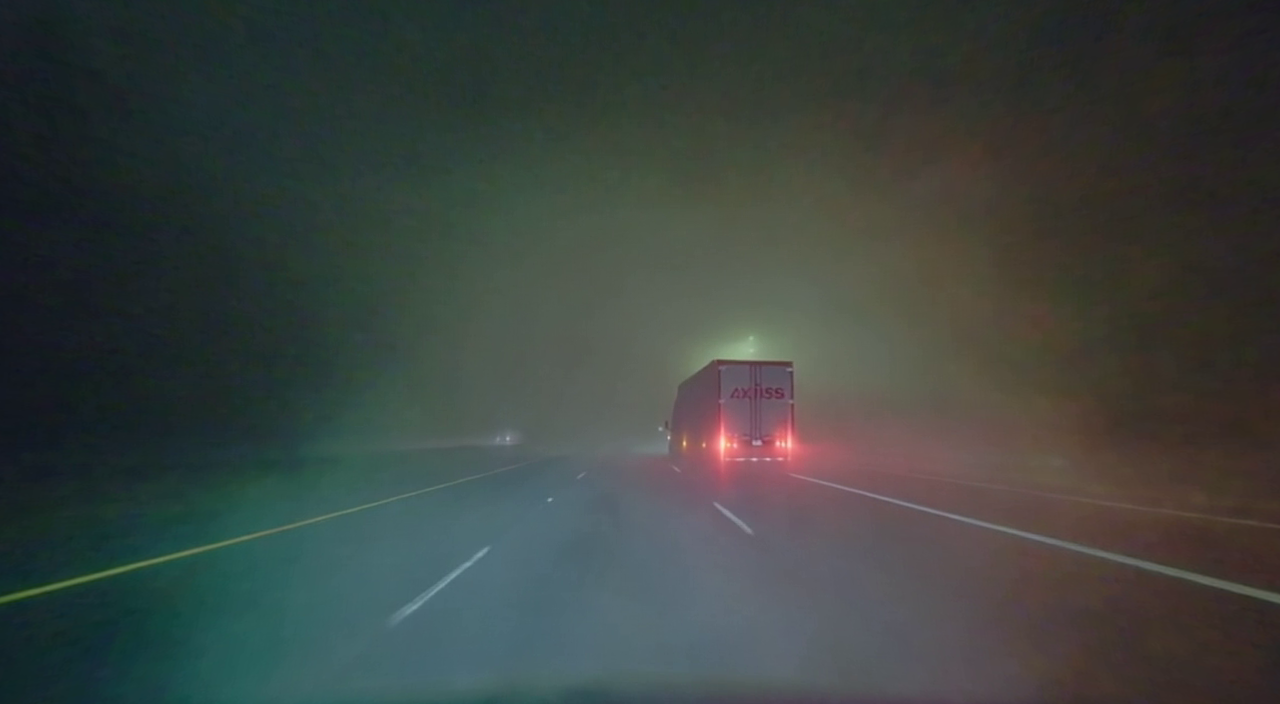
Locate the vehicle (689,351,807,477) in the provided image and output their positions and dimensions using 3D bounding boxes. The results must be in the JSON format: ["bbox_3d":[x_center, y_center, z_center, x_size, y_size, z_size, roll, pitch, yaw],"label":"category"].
[{"bbox_3d":[3.762,2.545,24.490,2.880,3.986,9.103,0,-8,0],"label":"vehicle"}]
